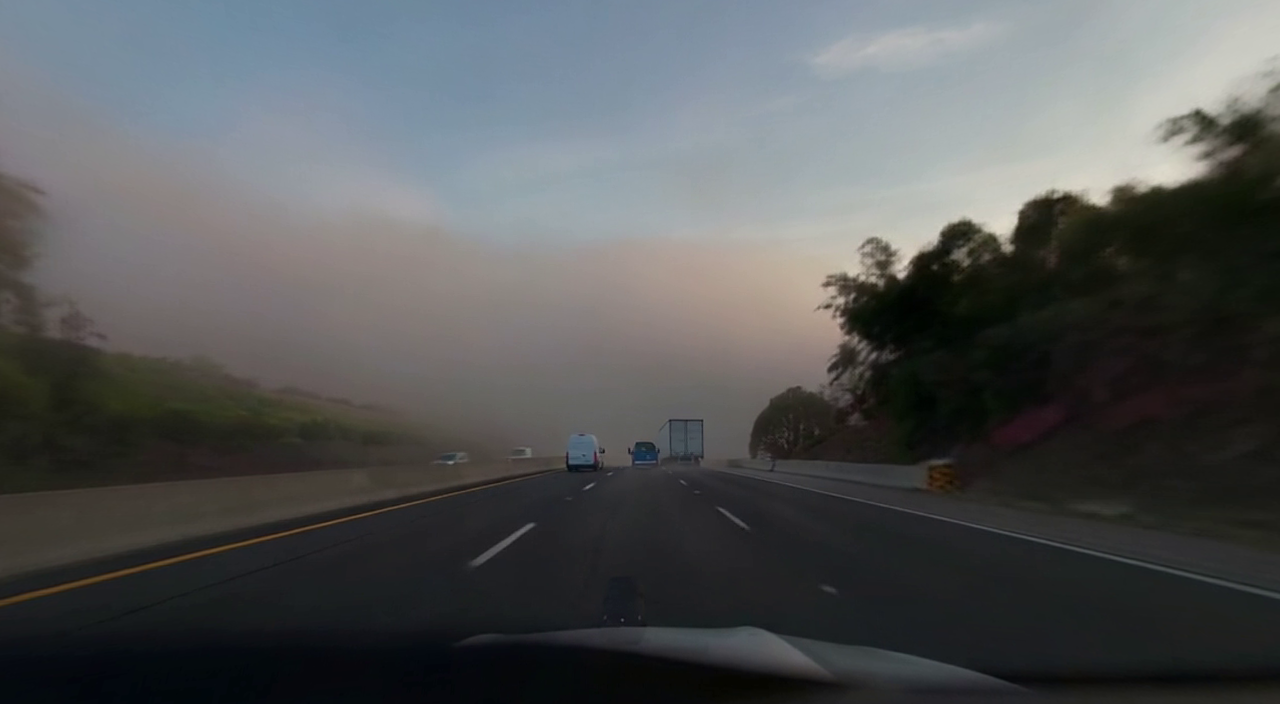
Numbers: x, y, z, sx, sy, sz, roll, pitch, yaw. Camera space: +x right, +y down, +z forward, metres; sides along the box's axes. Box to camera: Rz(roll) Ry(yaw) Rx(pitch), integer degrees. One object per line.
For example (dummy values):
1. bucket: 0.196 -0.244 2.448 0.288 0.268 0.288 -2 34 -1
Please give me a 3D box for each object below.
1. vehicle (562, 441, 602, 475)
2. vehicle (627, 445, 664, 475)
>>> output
1. vehicle: -3.625 6.701 40.025 1.955 2.004 4.792 -1 -9 1
2. vehicle: 0.381 6.773 39.616 2.166 1.747 4.299 -1 -9 1
